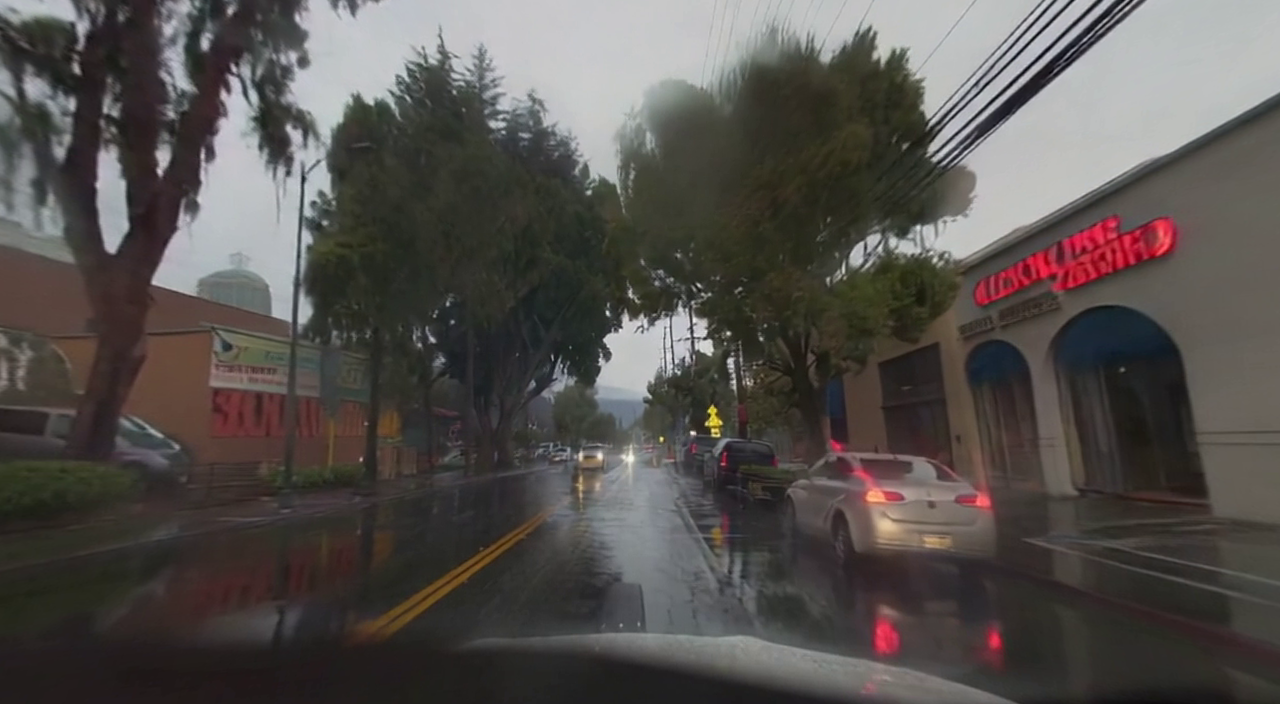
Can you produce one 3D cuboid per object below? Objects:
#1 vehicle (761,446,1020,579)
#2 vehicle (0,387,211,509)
[{"bbox_3d":[3.054,2.001,8.712,1.877,1.373,3.854,0,-8,-2],"label":"vehicle"},{"bbox_3d":[-15.387,2.618,17.620,2.715,2.789,6.225,0,-8,-4],"label":"vehicle"}]
